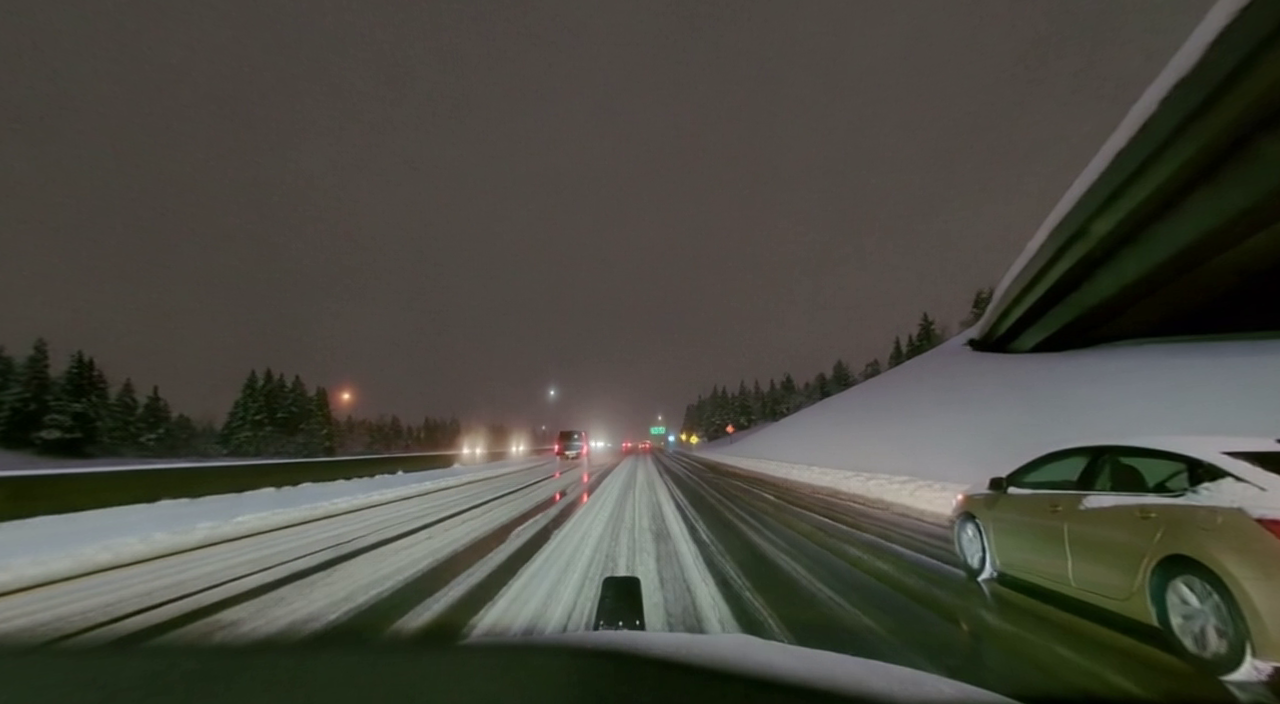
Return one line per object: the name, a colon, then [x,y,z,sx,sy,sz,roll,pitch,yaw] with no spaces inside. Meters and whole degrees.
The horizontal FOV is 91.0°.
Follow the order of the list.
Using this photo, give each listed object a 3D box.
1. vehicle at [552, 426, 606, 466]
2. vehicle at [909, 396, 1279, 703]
vehicle: [-3.583,5.761,38.481,2.496,2.203,6.317,0,-9,1]
vehicle: [3.677,1.134,3.735,2.047,1.532,4.884,0,-9,1]
